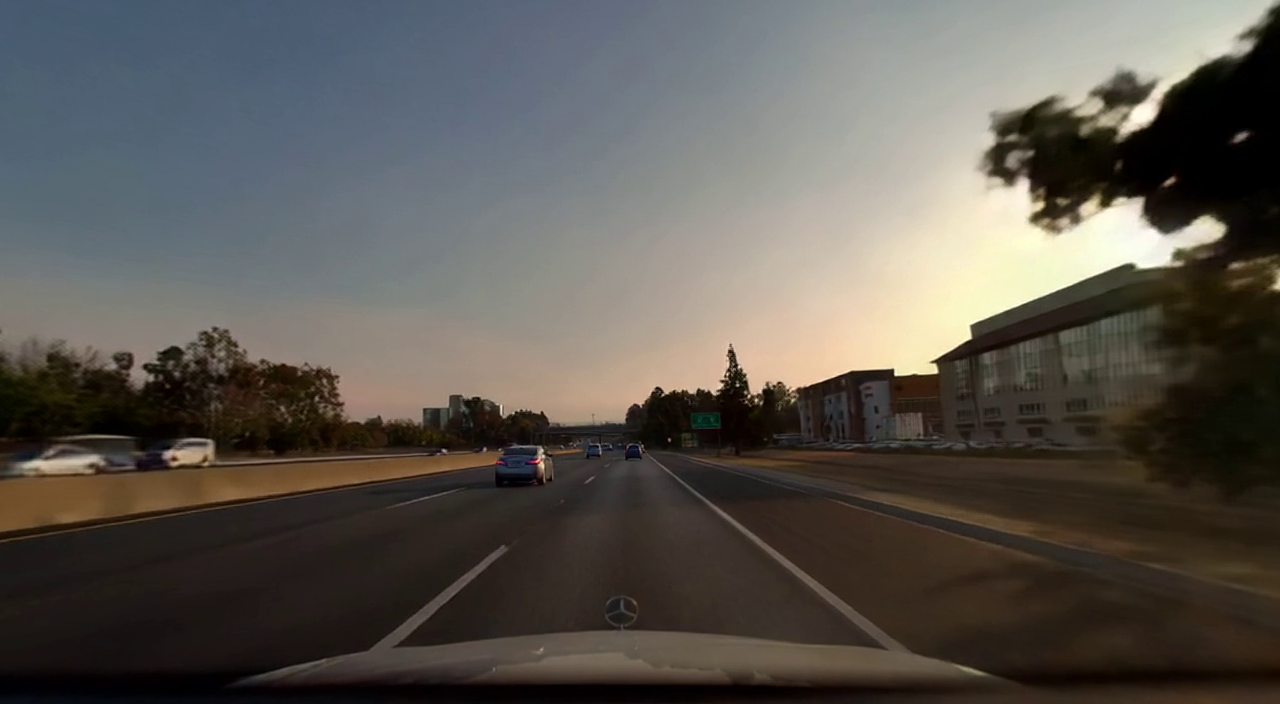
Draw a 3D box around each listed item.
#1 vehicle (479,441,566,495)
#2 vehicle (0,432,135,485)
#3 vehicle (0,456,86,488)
[{"bbox_3d":[-3.510,3.542,19.655,1.920,1.463,4.134,0,-9,0],"label":"vehicle"},{"bbox_3d":[-40.190,7.368,44.052,2.892,3.305,8.355,0,-9,0],"label":"vehicle"},{"bbox_3d":[-32.024,6.251,33.234,1.794,1.513,4.383,0,-9,0],"label":"vehicle"}]
